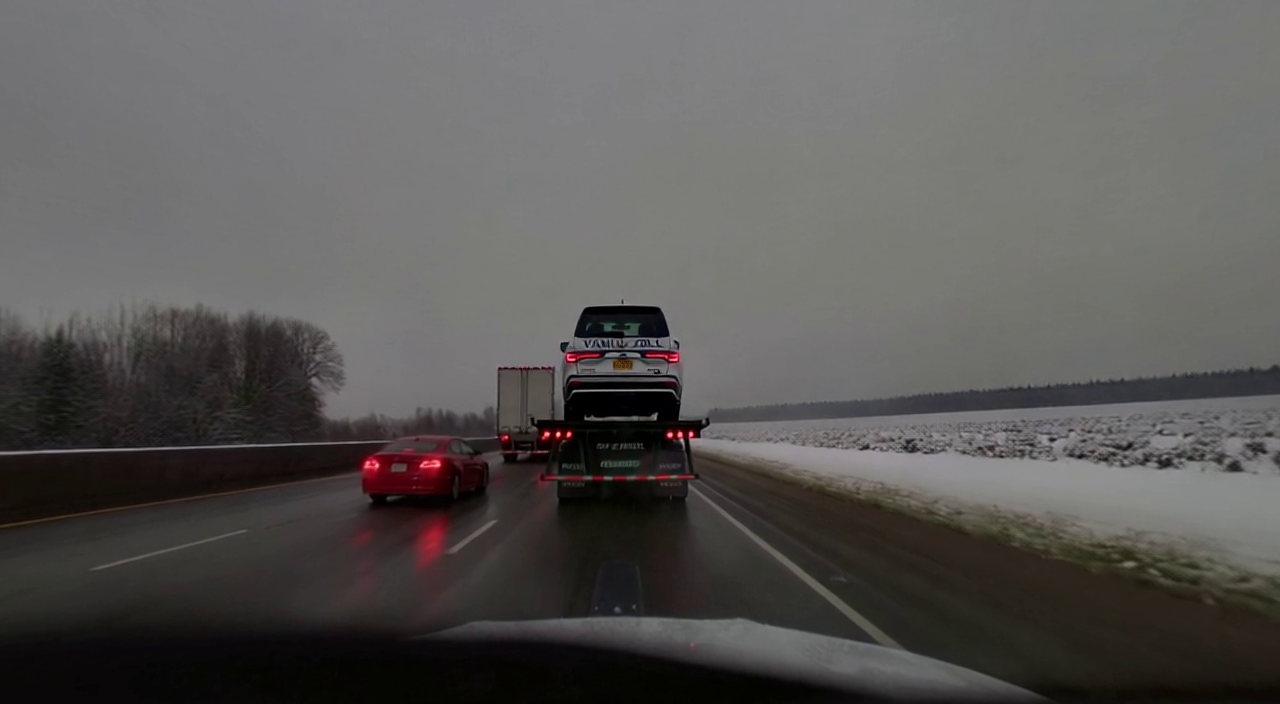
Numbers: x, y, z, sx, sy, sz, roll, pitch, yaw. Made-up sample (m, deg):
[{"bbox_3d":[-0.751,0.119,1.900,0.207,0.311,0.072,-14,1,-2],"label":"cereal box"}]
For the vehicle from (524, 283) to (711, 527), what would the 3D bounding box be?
[{"bbox_3d":[-0.481,1.350,14.015,2.738,3.628,9.223,0,-7,-2],"label":"vehicle"}]

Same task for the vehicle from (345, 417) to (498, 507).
[{"bbox_3d":[-4.589,2.351,14.050,1.914,1.675,4.331,0,-7,-1],"label":"vehicle"}]

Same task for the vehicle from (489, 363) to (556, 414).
[{"bbox_3d":[-4.758,1.611,26.199,2.118,1.799,4.591,0,-7,-3],"label":"vehicle"}]
